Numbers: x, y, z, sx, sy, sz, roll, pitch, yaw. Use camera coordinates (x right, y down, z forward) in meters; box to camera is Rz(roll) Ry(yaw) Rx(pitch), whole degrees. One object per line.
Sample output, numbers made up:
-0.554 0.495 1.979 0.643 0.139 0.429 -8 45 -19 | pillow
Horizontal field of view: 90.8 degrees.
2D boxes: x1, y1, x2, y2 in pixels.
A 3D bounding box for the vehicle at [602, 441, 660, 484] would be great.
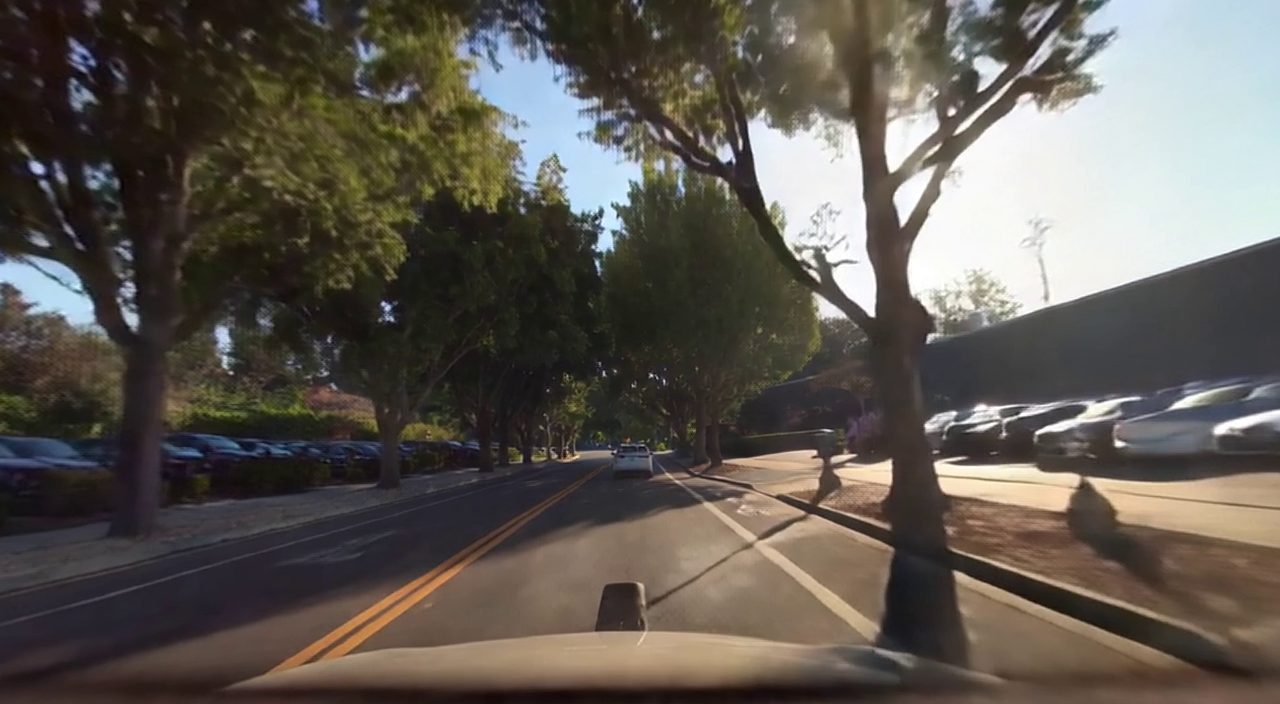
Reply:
-0.358 4.462 25.807 2.152 1.574 4.223 -1 -8 -1 | vehicle
